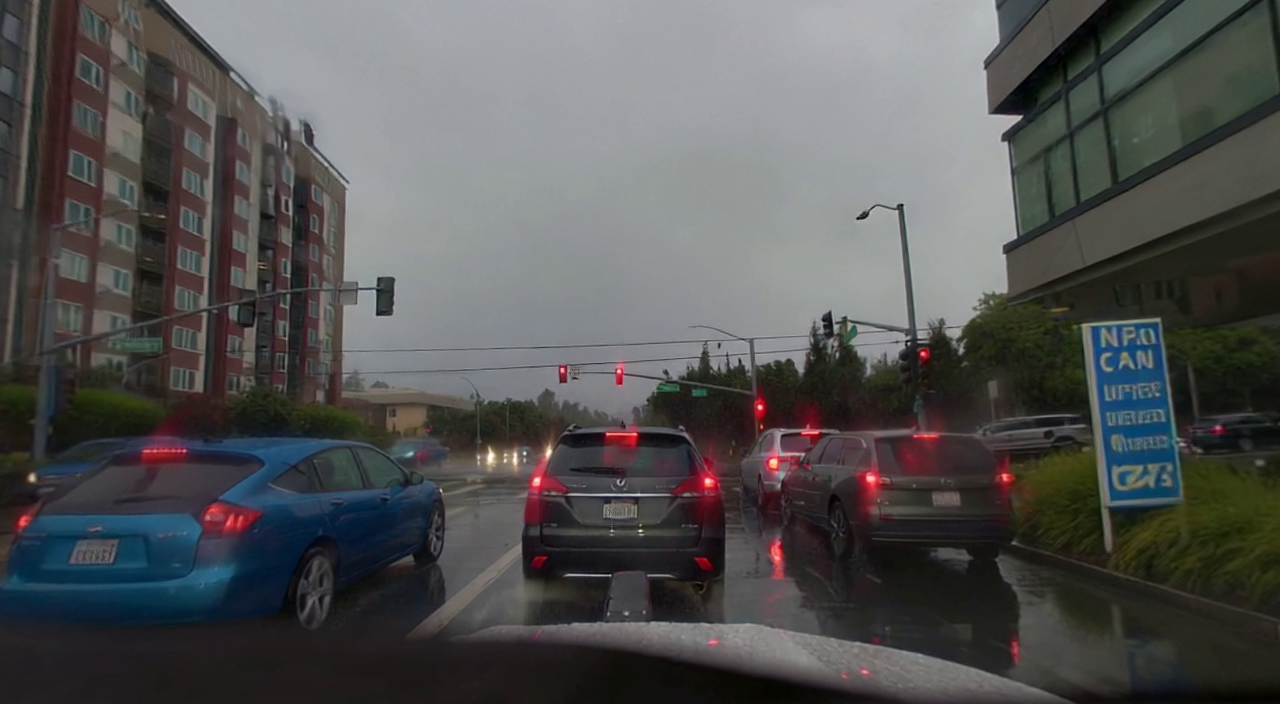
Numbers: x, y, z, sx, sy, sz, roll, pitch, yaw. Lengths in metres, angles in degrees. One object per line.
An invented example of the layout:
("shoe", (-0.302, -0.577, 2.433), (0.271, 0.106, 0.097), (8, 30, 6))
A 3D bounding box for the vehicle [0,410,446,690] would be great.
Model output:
("vehicle", (-3.547, 1.425, 5.828), (1.906, 1.524, 4.547), (0, -8, 2))

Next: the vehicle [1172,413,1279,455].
("vehicle", (29.632, 4.098, 31.308), (4.583, 2.019, 2.147), (1, -9, -7))

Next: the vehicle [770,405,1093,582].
("vehicle", (3.211, 1.665, 8.246), (2.004, 1.646, 4.554), (0, -8, -1))

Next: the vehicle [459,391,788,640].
("vehicle", (-0.128, 1.408, 6.432), (2.195, 1.662, 4.262), (0, -8, -1))
